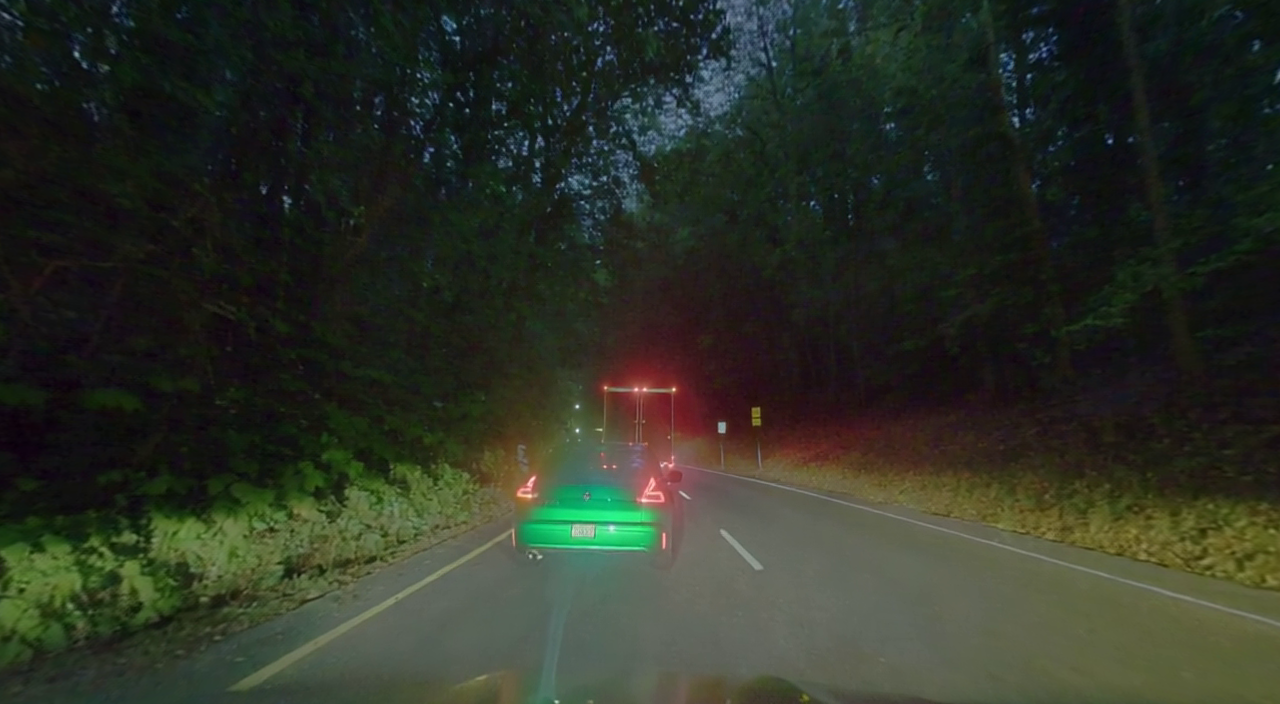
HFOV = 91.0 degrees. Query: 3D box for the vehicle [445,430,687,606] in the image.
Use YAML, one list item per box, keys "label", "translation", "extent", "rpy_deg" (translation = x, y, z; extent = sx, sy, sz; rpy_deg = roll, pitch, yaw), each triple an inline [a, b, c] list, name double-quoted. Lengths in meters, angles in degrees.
- label: "vehicle"
  translation: [-0.626, 1.739, 7.506]
  extent: [2.076, 1.490, 4.078]
  rpy_deg: [0, -9, 0]
